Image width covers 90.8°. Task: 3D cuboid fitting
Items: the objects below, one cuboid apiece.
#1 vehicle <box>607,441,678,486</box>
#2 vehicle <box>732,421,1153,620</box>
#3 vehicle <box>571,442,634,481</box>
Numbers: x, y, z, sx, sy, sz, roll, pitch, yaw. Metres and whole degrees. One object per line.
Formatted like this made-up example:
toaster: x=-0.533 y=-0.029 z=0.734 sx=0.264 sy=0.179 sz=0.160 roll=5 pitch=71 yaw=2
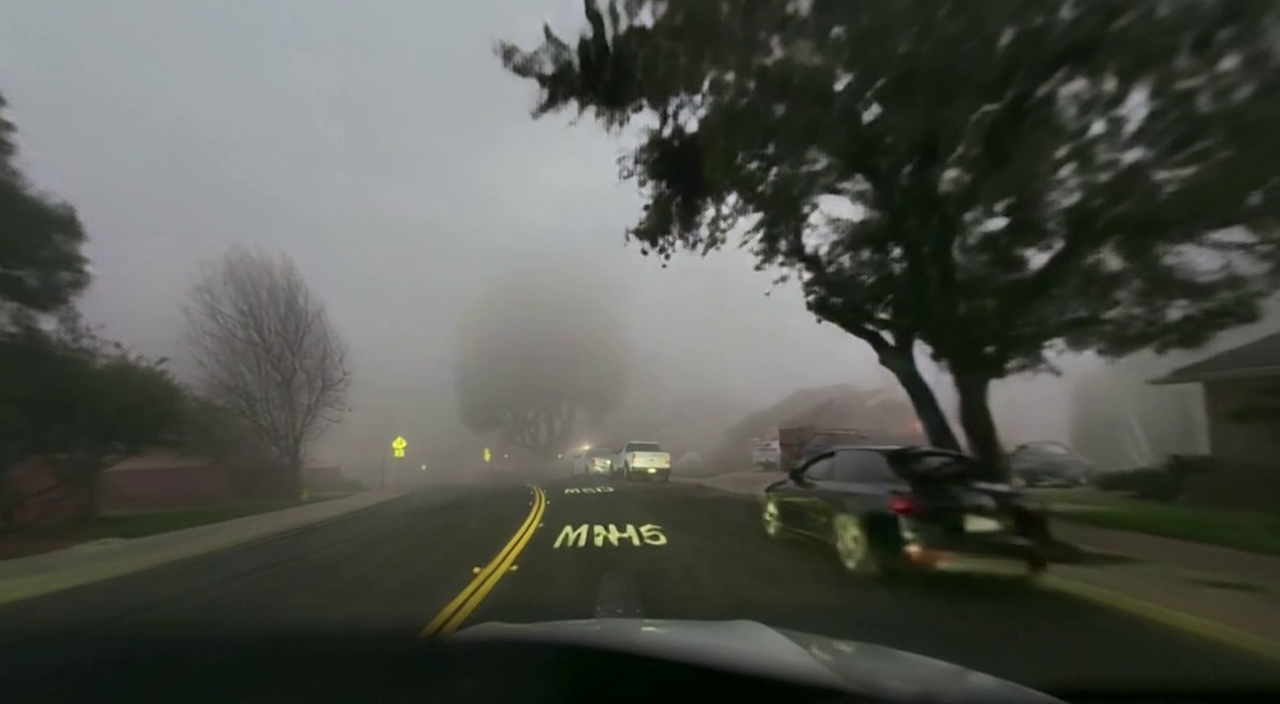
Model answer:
vehicle: x=-0.020 y=4.570 z=26.369 sx=1.965 sy=1.663 sz=4.744 roll=2 pitch=-9 yaw=-13
vehicle: x=2.729 y=1.660 z=7.437 sx=2.181 sy=1.494 sz=5.023 roll=0 pitch=-8 yaw=-4
vehicle: x=-2.116 y=5.754 z=33.623 sx=2.180 sy=1.849 sz=5.423 roll=2 pitch=-9 yaw=-16
